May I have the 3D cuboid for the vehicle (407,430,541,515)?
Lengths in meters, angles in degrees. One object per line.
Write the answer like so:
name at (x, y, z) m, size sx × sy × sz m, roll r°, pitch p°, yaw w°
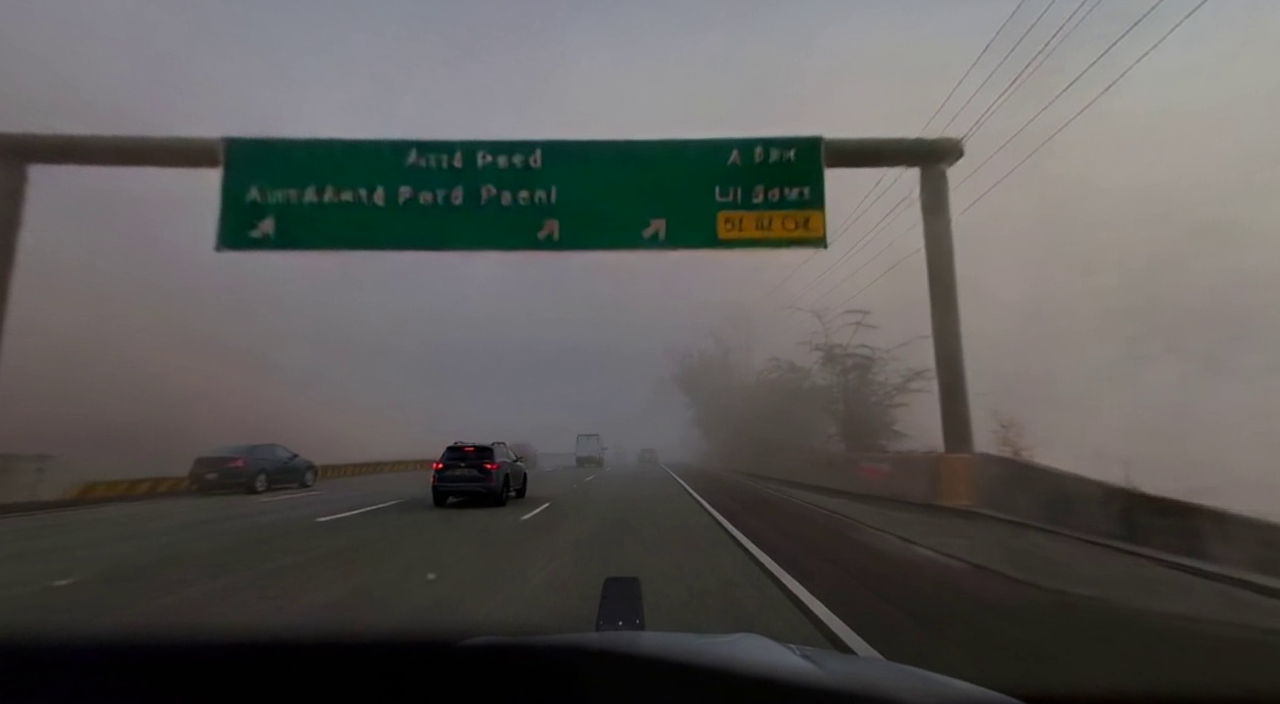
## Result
vehicle at (-3.674, 2.750, 14.801) m, size 1.976 × 1.688 × 4.124 m, roll 0°, pitch -9°, yaw 1°

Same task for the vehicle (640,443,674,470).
vehicle at (1.106, 6.752, 40.833) m, size 2.038 × 1.677 × 4.219 m, roll 0°, pitch -9°, yaw 2°

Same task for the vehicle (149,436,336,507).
vehicle at (-11.015, 3.328, 18.049) m, size 2.097 × 1.722 × 4.981 m, roll 0°, pitch -9°, yaw 0°
